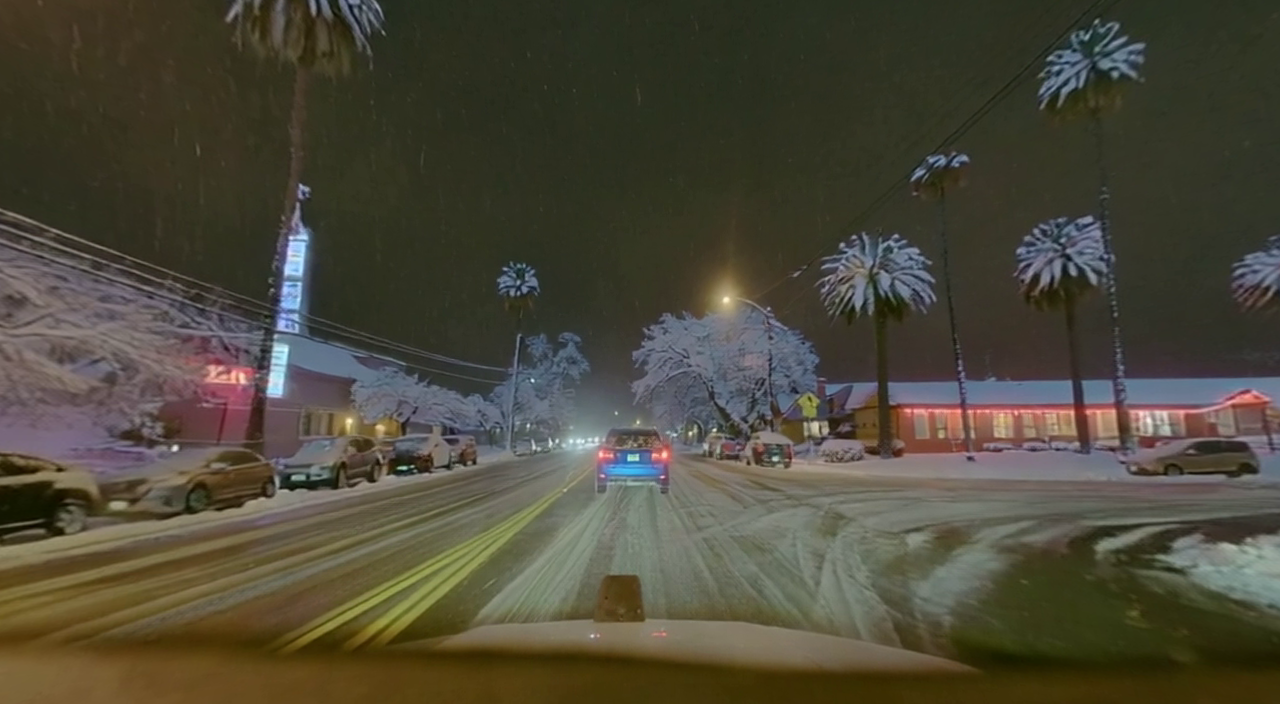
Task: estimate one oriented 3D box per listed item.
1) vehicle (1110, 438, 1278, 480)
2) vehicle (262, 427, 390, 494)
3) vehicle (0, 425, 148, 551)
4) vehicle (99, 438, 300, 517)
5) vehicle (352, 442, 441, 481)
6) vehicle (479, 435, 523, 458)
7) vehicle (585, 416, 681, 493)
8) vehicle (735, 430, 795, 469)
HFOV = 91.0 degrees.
[{"bbox_3d":[20.795,4.015,23.761,4.488,1.470,1.994,0,-9,-2],"label":"vehicle"},{"bbox_3d":[-10.000,3.468,20.458,1.958,1.937,4.114,0,-8,1],"label":"vehicle"},{"bbox_3d":[-10.155,2.007,9.236,1.992,1.744,4.896,-1,-6,-1],"label":"vehicle"},{"bbox_3d":[-10.066,2.864,14.857,1.812,1.578,4.037,0,-8,0],"label":"vehicle"},{"bbox_3d":[-9.929,4.477,26.074,1.909,1.468,4.504,0,-8,-1],"label":"vehicle"},{"bbox_3d":[-10.187,6.972,46.475,2.118,1.640,4.406,0,-8,1],"label":"vehicle"},{"bbox_3d":[-0.218,2.770,17.249,2.264,1.798,4.563,0,-8,-1],"label":"vehicle"},{"bbox_3d":[6.073,4.805,31.057,2.005,1.775,4.324,0,-8,0],"label":"vehicle"}]
